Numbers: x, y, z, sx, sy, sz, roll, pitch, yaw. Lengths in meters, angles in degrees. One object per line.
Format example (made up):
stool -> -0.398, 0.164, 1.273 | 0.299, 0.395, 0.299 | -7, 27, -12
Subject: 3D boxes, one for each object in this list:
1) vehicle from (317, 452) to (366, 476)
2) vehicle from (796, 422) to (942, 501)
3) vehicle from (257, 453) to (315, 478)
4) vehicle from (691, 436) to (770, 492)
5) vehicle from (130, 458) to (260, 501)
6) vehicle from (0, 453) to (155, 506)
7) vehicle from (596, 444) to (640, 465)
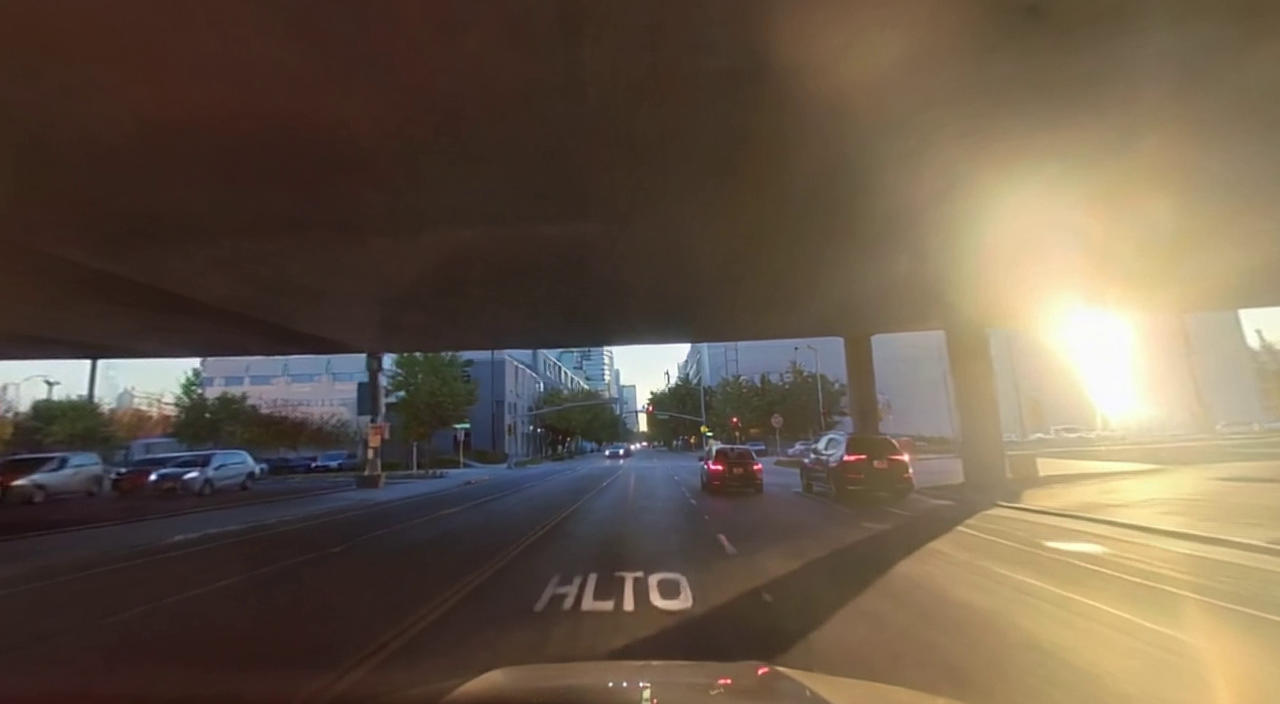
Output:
vehicle -> -22.844, 8.576, 48.406 | 1.757, 1.699, 3.854 | 0, -9, 2
vehicle -> 6.906, 3.398, 19.987 | 2.433, 2.116, 5.789 | 0, -9, 0
vehicle -> -27.157, 8.670, 48.527 | 1.807, 1.795, 4.566 | 0, -9, 0
vehicle -> 2.776, 3.527, 20.173 | 1.947, 1.576, 3.825 | 0, -9, 0
vehicle -> -17.749, 5.085, 25.464 | 1.985, 1.505, 4.275 | -1, -9, 2
vehicle -> -24.491, 5.366, 27.141 | 2.299, 1.953, 5.864 | -1, -9, 3
vehicle -> -1.794, 8.025, 49.366 | 2.099, 1.562, 4.037 | 3, -9, -23
